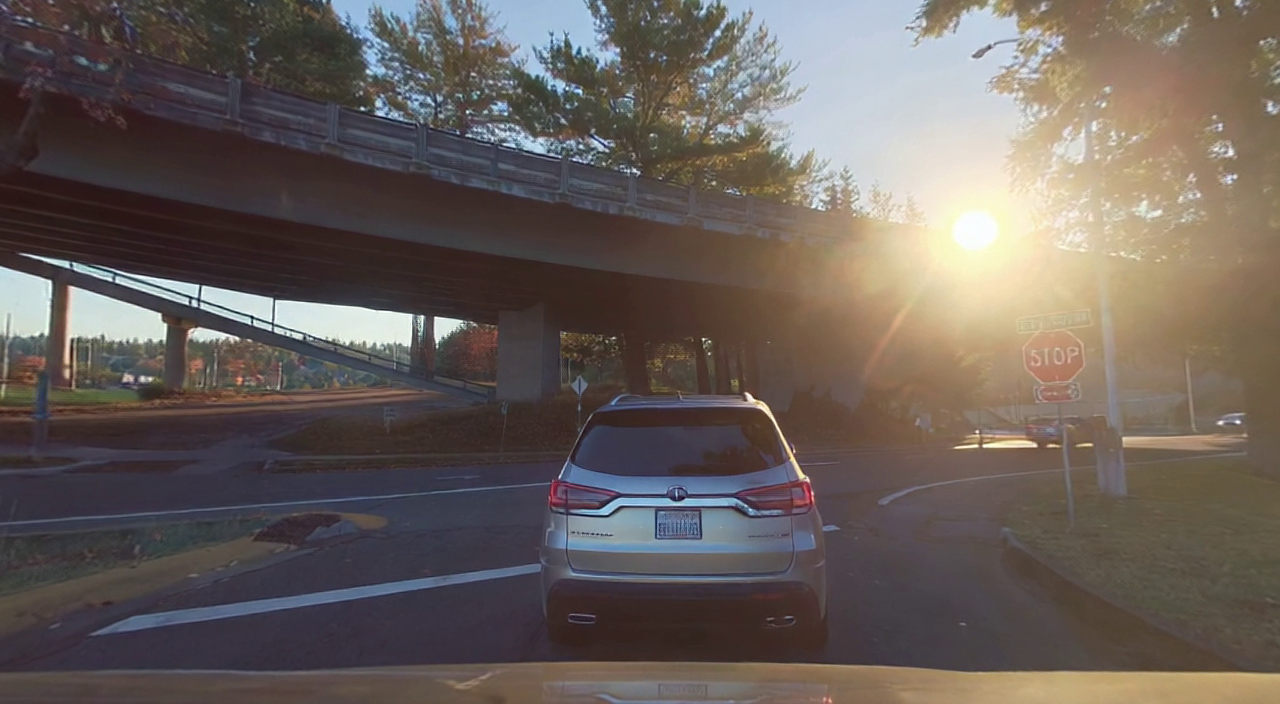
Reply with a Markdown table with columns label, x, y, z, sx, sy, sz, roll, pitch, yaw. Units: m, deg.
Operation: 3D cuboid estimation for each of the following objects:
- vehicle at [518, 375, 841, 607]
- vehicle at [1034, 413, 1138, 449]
| label | x | y | z | sx | sy | sz | roll | pitch | yaw |
| --- | --- | --- | --- | --- | --- | --- | --- | --- | --- |
| vehicle | 0.310 | 1.404 | 7.151 | 2.494 | 1.804 | 4.336 | 0 | -9 | 0 |
| vehicle | 22.207 | 3.972 | 31.395 | 5.060 | 1.648 | 2.038 | 4 | -10 | -28 |
